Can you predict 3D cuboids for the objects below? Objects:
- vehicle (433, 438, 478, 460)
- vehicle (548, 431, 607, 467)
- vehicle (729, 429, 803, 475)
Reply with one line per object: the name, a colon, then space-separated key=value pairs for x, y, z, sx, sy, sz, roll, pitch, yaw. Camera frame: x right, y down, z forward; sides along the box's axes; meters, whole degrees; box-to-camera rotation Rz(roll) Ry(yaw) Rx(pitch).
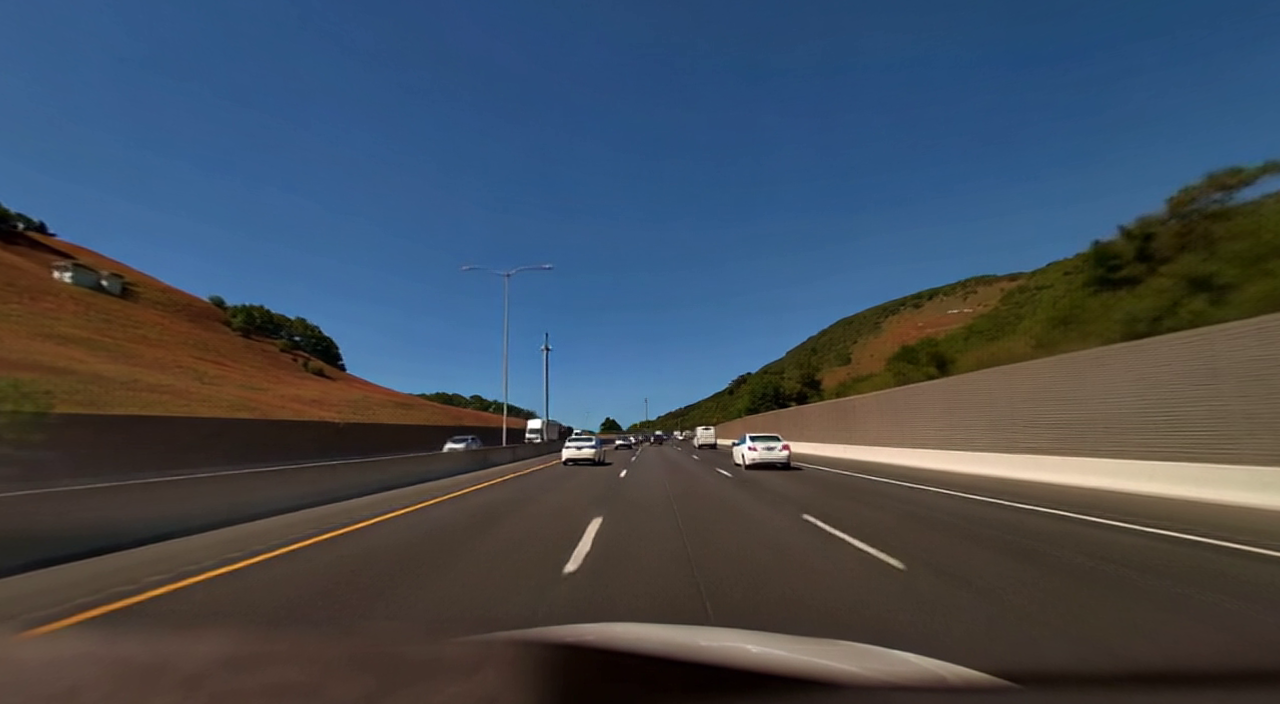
vehicle: x=-13.971 y=7.334 z=47.976 sx=2.087 sy=1.553 sz=4.617 roll=0 pitch=-8 yaw=0
vehicle: x=-2.734 y=4.340 z=28.561 sx=2.204 sy=1.486 sz=4.121 roll=0 pitch=-8 yaw=1
vehicle: x=4.390 y=3.518 z=22.467 sx=1.806 sy=1.469 sz=3.681 roll=0 pitch=-8 yaw=-1
